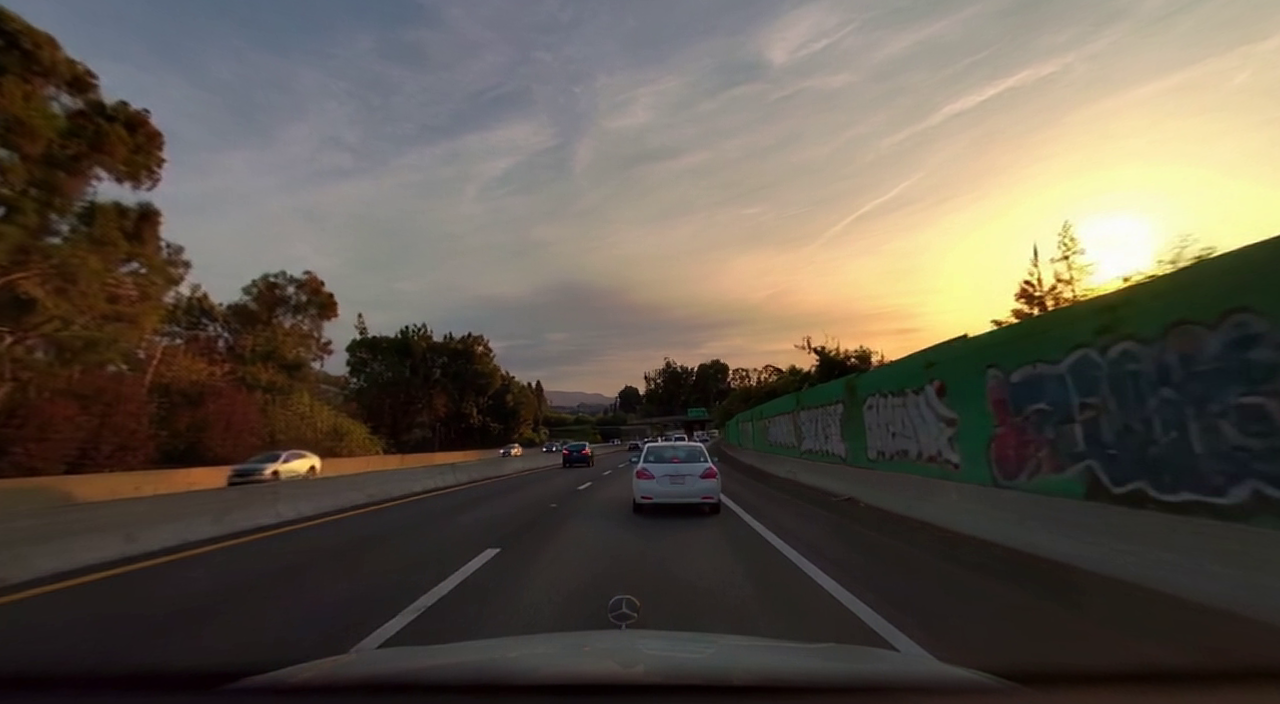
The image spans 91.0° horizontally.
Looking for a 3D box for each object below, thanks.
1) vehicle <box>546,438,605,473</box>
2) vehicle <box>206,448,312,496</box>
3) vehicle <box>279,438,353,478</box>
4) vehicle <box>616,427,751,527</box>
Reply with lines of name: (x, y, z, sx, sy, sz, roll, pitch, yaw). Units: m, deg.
vehicle: (-2.898, 4.776, 29.337, 2.059, 1.471, 4.152, -1, -8, 3)
vehicle: (-15.830, 4.962, 26.440, 1.910, 1.820, 4.007, 0, -8, 0)
vehicle: (-15.871, 5.173, 31.005, 1.831, 1.837, 3.199, 0, -8, 2)
vehicle: (0.693, 2.216, 11.720, 2.077, 1.533, 3.854, 0, -8, 1)
